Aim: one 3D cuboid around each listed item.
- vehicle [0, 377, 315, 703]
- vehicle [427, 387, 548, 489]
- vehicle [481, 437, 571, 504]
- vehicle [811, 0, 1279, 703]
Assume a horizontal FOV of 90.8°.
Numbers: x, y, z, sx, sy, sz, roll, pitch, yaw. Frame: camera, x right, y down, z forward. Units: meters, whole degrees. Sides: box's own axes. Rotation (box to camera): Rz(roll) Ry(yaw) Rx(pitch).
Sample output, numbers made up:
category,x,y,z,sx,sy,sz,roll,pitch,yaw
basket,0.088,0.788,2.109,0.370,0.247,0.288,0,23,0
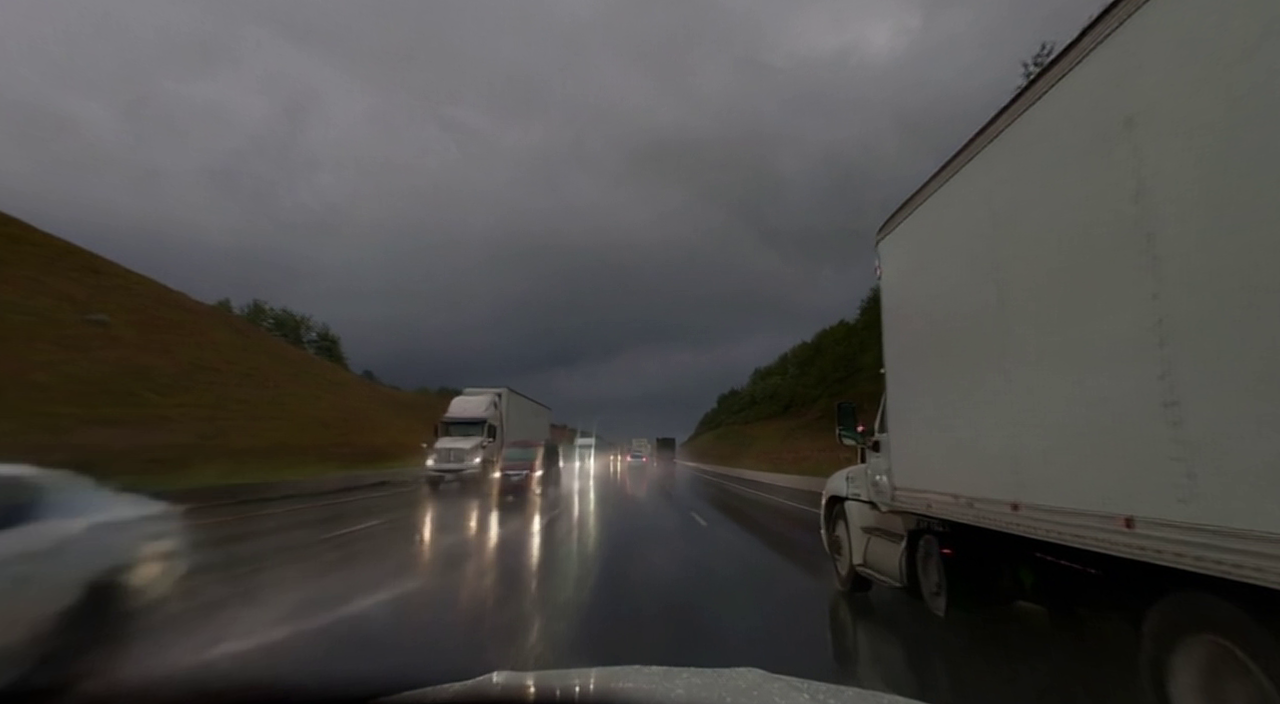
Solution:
category,x,y,z,sx,sy,sz,roll,pitch,yaw
vehicle,-3.343,0.954,2.631,2.005,1.598,3.684,0,-9,-1
vehicle,-7.191,4.550,32.565,2.892,4.087,14.120,0,-9,-1
vehicle,-3.473,3.687,20.042,2.088,1.860,4.164,0,-9,-1
vehicle,3.137,-0.006,2.733,2.959,3.973,5.928,0,-9,-1
